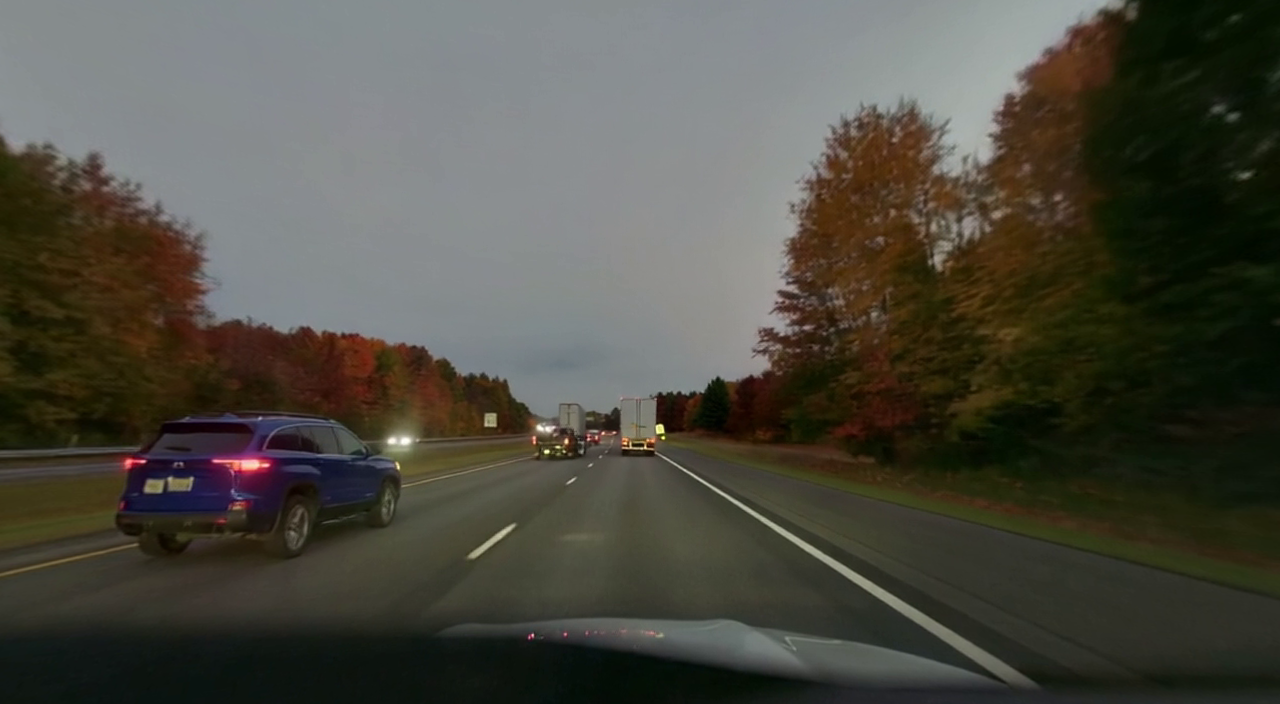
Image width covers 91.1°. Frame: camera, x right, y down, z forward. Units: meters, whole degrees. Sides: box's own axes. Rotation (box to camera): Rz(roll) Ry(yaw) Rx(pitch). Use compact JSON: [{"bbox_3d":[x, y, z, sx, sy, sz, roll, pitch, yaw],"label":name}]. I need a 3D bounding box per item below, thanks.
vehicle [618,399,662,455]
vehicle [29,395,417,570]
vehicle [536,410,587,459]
[{"bbox_3d":[-0.154,5.918,48.982,3.078,3.955,8.774,1,-8,-2],"label":"vehicle"},{"bbox_3d":[-4.837,1.568,8.389,2.089,1.669,4.515,0,-8,0],"label":"vehicle"},{"bbox_3d":[-4.671,5.048,38.220,2.383,2.726,5.677,0,-8,0],"label":"vehicle"}]
